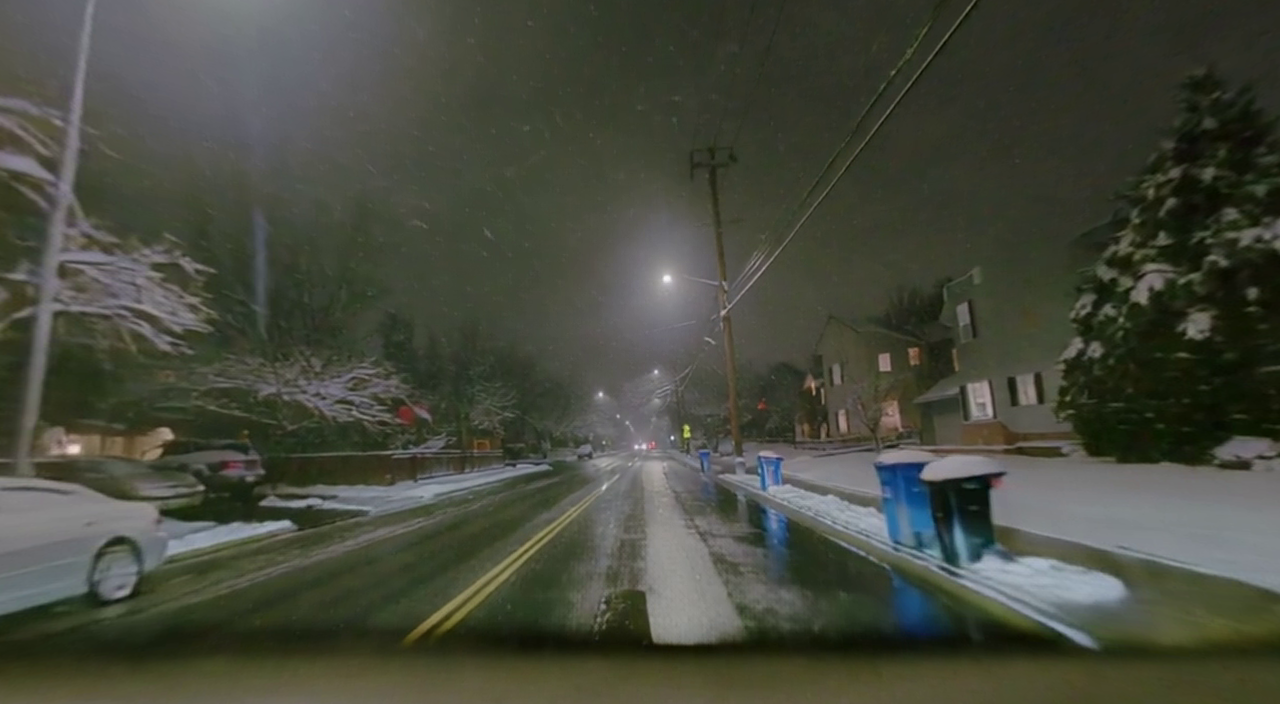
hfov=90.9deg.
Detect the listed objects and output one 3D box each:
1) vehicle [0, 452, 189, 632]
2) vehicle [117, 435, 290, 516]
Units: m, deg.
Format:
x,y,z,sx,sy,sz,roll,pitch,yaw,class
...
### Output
x,y,z,sx,sy,sz,roll,pitch,yaw,class
-6.505,1.759,5.559,1.880,1.458,4.292,-4,-7,1,vehicle
-12.796,3.546,18.916,2.085,1.904,4.521,-5,-7,-1,vehicle
